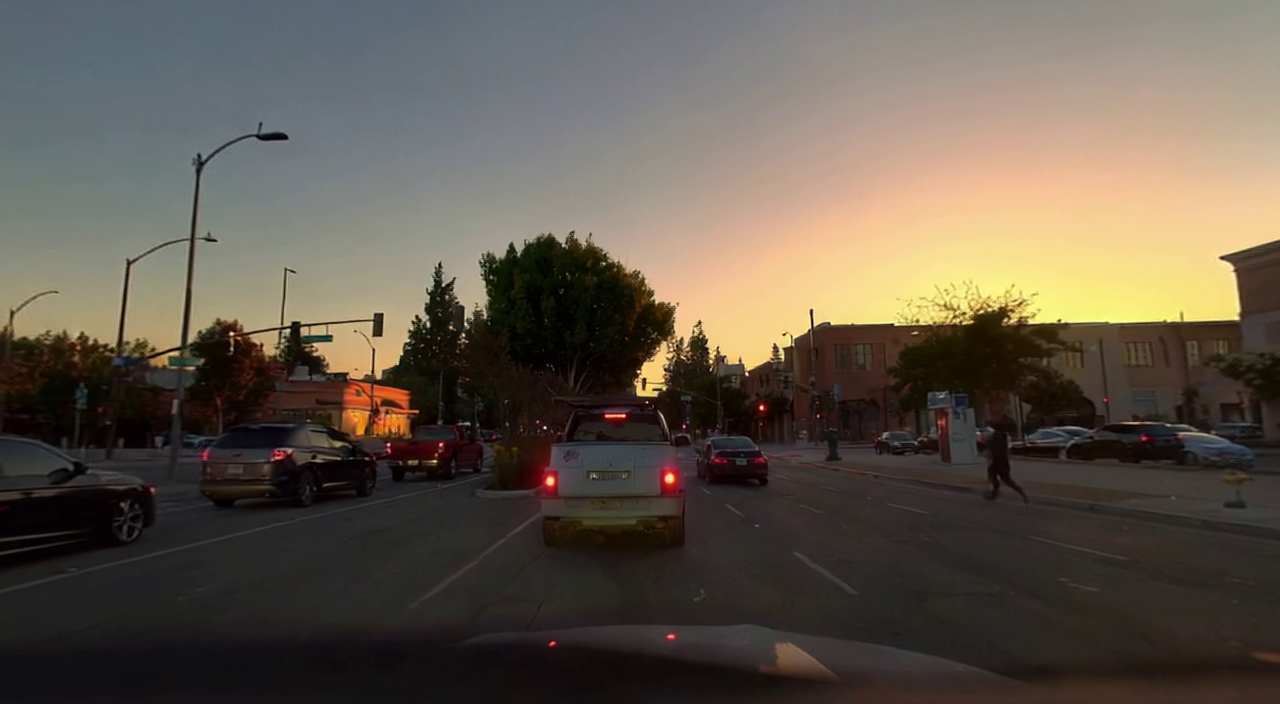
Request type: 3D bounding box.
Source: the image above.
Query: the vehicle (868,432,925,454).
[{"bbox_3d":[20.215,7.163,49.570,4.361,1.653,2.034,6,-10,-35],"label":"vehicle"}]

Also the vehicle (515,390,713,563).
[{"bbox_3d":[-0.272,1.621,8.843,2.064,1.817,4.298,0,-8,0],"label":"vehicle"}]

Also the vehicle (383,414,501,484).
[{"bbox_3d":[-6.436,3.237,21.178,2.496,2.112,4.351,0,-8,1],"label":"vehicle"}]

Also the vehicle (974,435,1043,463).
[{"bbox_3d":[20.194,5.304,34.512,3.836,1.443,1.694,6,-10,-34],"label":"vehicle"}]

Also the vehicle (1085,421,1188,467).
[{"bbox_3d":[19.346,3.582,24.505,4.156,1.622,1.924,6,-10,-35],"label":"vehicle"}]

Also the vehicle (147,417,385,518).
[{"bbox_3d":[-7.130,2.253,12.749,1.941,1.655,4.503,0,-8,1],"label":"vehicle"}]

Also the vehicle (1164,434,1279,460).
[{"bbox_3d":[29.679,4.847,32.204,4.176,1.313,1.719,0,-8,2],"label":"vehicle"}]

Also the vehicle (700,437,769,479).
[{"bbox_3d":[3.488,4.000,24.064,2.023,1.441,4.240,0,-8,1],"label":"vehicle"}]

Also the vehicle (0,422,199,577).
[{"bbox_3d":[-6.958,1.455,6.385,1.831,1.451,4.382,0,-8,-1],"label":"vehicle"}]
